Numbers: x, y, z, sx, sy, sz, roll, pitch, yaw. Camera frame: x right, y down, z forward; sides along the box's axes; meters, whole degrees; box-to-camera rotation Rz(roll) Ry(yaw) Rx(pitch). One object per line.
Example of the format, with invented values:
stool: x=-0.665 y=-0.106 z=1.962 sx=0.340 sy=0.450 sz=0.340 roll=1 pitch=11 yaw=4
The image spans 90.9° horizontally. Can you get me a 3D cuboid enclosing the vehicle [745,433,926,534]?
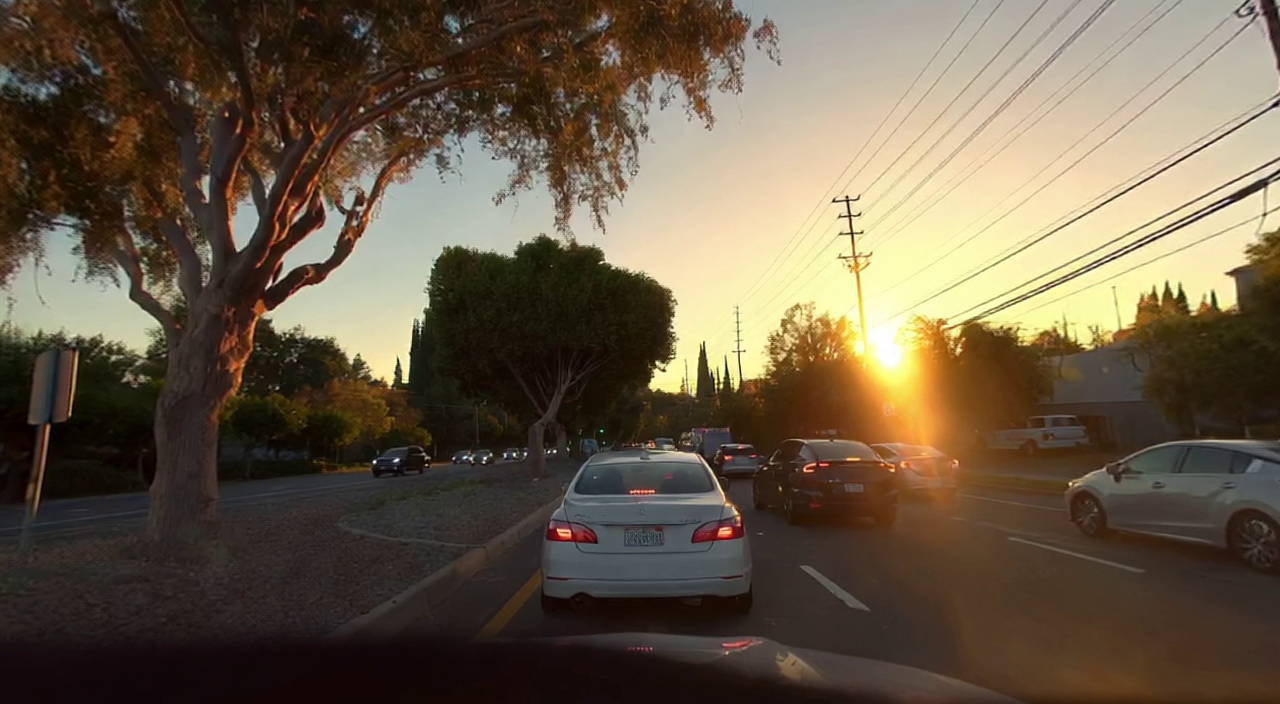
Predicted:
vehicle: x=3.334 y=2.312 z=11.745 sx=1.979 sy=1.504 sz=4.156 roll=0 pitch=-8 yaw=-1

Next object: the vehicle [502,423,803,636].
vehicle: x=0.069 y=1.538 z=6.470 sx=2.108 sy=1.479 sz=3.935 roll=0 pitch=-8 yaw=-1

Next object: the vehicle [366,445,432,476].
vehicle: x=-15.237 y=6.899 z=40.302 sx=2.056 sy=1.809 sz=5.354 roll=0 pitch=-8 yaw=0

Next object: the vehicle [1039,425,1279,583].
vehicle: x=6.993 y=1.627 z=7.292 sx=1.850 sy=1.480 sz=4.474 roll=0 pitch=-8 yaw=1
